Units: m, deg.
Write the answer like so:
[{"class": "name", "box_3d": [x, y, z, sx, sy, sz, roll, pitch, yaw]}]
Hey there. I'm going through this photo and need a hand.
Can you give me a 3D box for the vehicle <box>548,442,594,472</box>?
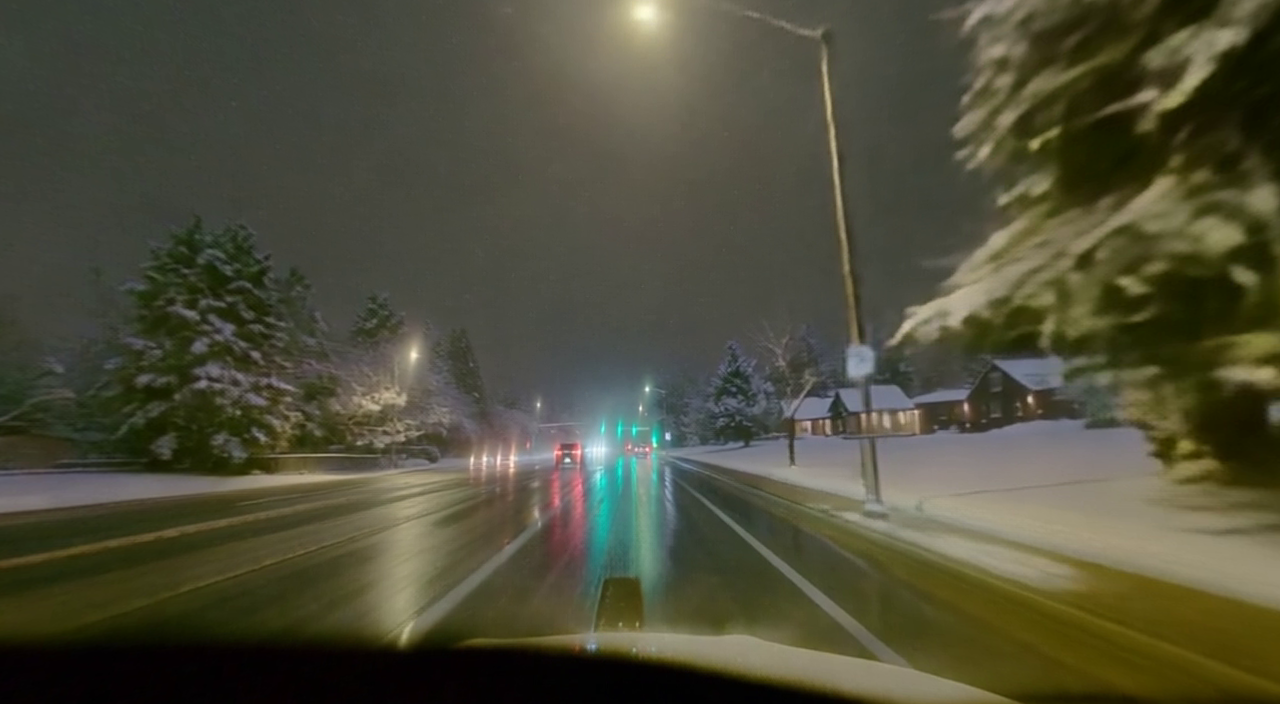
[{"class": "vehicle", "box_3d": [-3.570, 5.519, 33.469, 1.992, 1.447, 4.044, -1, -8, 0]}]
